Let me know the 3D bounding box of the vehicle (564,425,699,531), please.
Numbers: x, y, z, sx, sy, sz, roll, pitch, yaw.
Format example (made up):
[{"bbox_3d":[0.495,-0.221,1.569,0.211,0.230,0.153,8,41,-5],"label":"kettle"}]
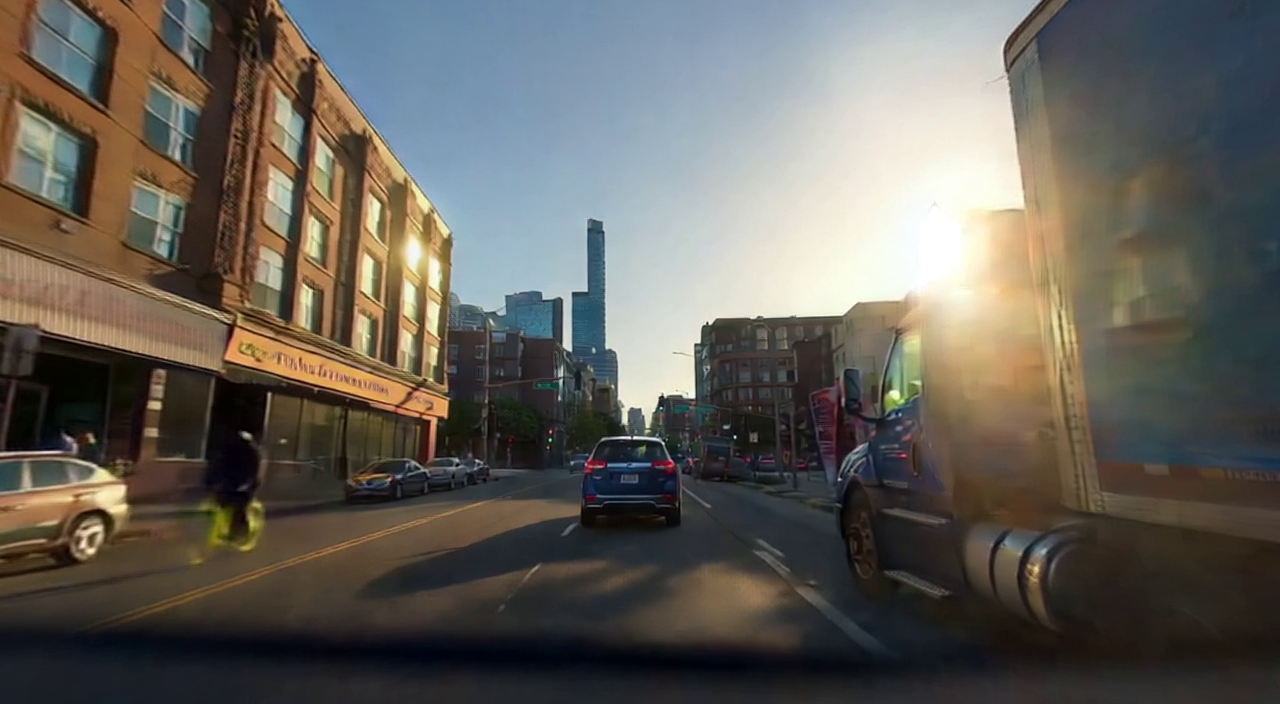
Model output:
[{"bbox_3d":[-0.147,2.499,13.110,2.283,1.783,4.548,0,-9,0],"label":"vehicle"}]

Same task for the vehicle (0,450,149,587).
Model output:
[{"bbox_3d":[-8.847,2.085,7.888,1.896,1.652,4.269,0,-9,1],"label":"vehicle"}]

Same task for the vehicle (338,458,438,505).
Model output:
[{"bbox_3d":[-8.713,4.492,22.300,1.805,1.379,4.359,0,-9,-1],"label":"vehicle"}]

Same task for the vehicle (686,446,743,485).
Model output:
[{"bbox_3d":[3.471,5.395,30.307,2.159,1.696,4.316,0,-9,0],"label":"vehicle"}]

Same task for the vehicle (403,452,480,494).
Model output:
[{"bbox_3d":[-8.787,5.356,28.392,2.084,1.686,4.422,0,-9,-1],"label":"vehicle"}]

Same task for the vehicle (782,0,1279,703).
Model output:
[{"bbox_3d":[3.055,-0.044,2.249,2.913,3.771,9.716,0,-9,1],"label":"vehicle"}]
